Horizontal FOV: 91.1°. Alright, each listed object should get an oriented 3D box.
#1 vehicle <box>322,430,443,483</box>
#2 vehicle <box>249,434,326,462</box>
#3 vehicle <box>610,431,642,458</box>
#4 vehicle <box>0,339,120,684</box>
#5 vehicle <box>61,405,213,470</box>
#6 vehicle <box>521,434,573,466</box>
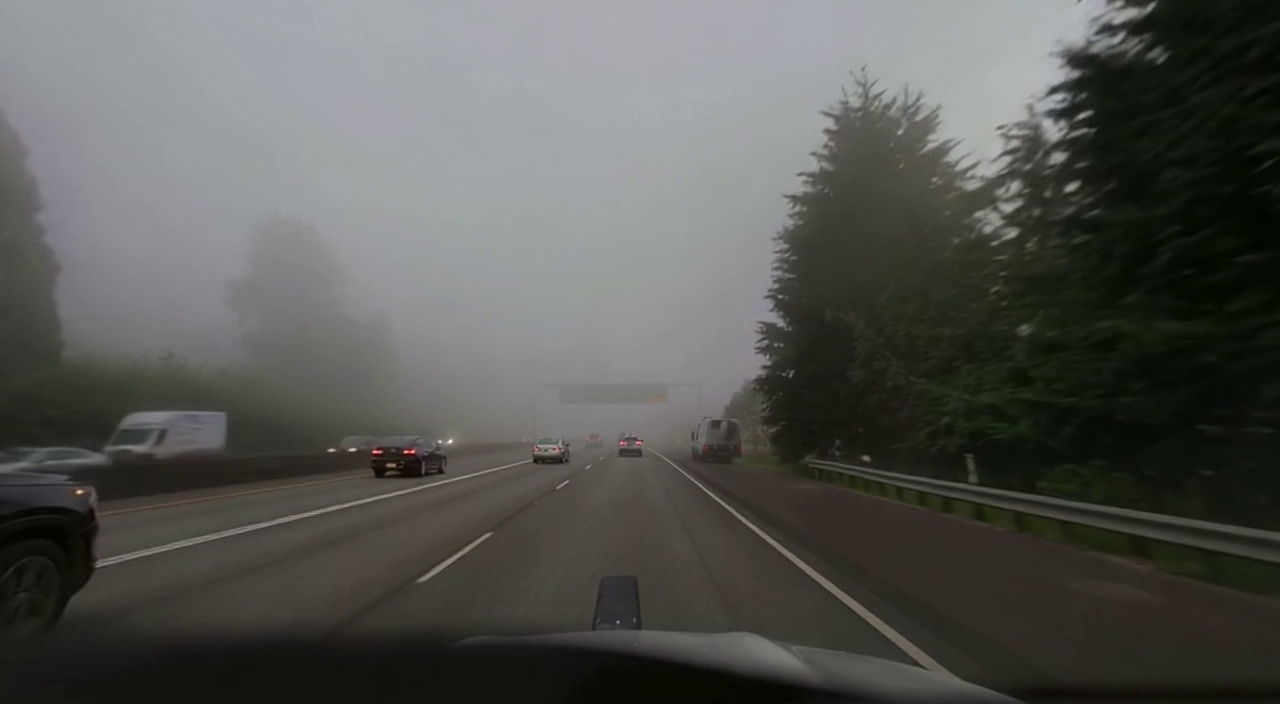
[{"bbox_3d":[-8.335,3.393,20.929,1.953,1.524,4.863,0,-8,0],"label":"vehicle"},{"bbox_3d":[-20.249,5.526,36.342,1.847,1.499,4.499,0,-8,1],"label":"vehicle"},{"bbox_3d":[-0.867,5.912,40.353,2.002,1.611,3.778,0,-8,0],"label":"vehicle"},{"bbox_3d":[-4.378,0.652,1.833,1.971,1.822,4.366,0,-8,-1],"label":"vehicle"},{"bbox_3d":[-24.784,4.266,31.460,2.450,2.899,6.156,0,-8,-1],"label":"vehicle"},{"bbox_3d":[-4.440,4.713,30.548,1.909,1.445,4.087,0,-8,0],"label":"vehicle"}]
